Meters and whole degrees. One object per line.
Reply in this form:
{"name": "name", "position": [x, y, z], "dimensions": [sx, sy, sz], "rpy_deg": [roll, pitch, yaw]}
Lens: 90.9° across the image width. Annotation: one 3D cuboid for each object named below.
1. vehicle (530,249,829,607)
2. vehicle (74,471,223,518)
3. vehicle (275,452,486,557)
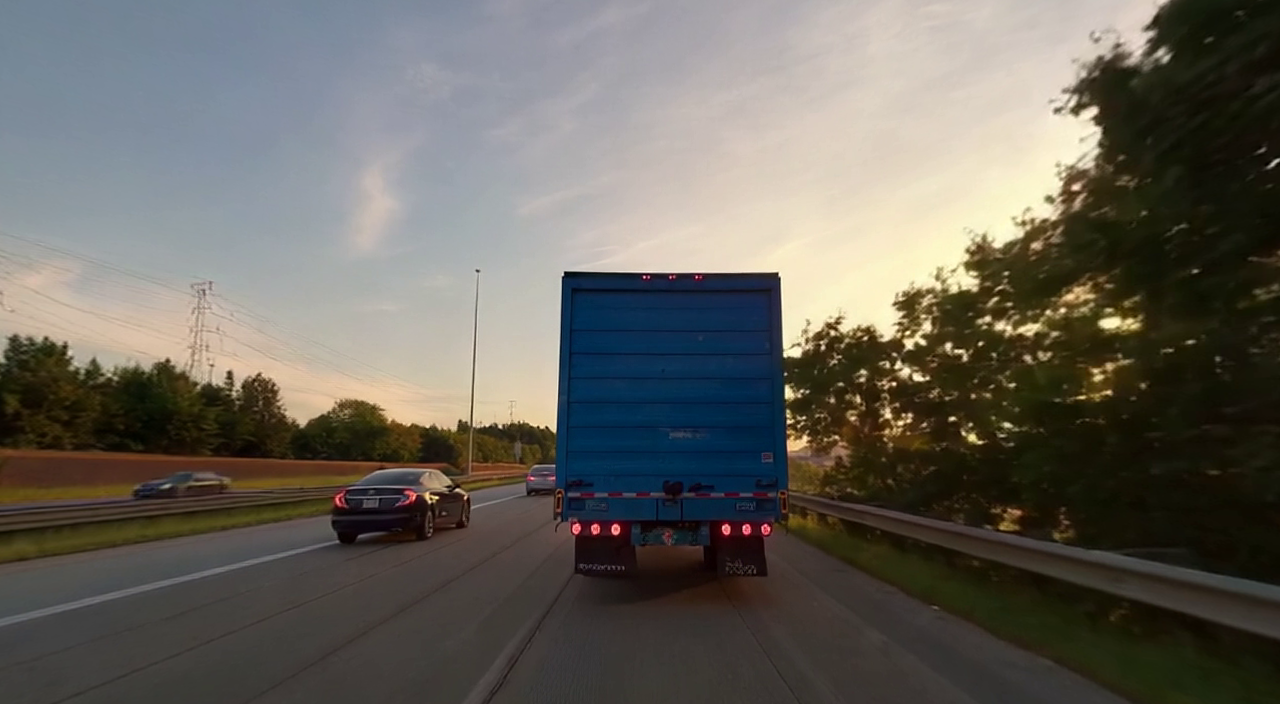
{"name": "vehicle", "position": [0.567, 1.455, 10.564], "dimensions": [2.831, 3.529, 8.689], "rpy_deg": [0, -11, 3]}
{"name": "vehicle", "position": [-17.830, 5.168, 23.188], "dimensions": [1.815, 1.486, 4.458], "rpy_deg": [0, -11, 1]}
{"name": "vehicle", "position": [-4.285, 2.618, 11.339], "dimensions": [1.891, 1.469, 4.431], "rpy_deg": [1, -11, 0]}
